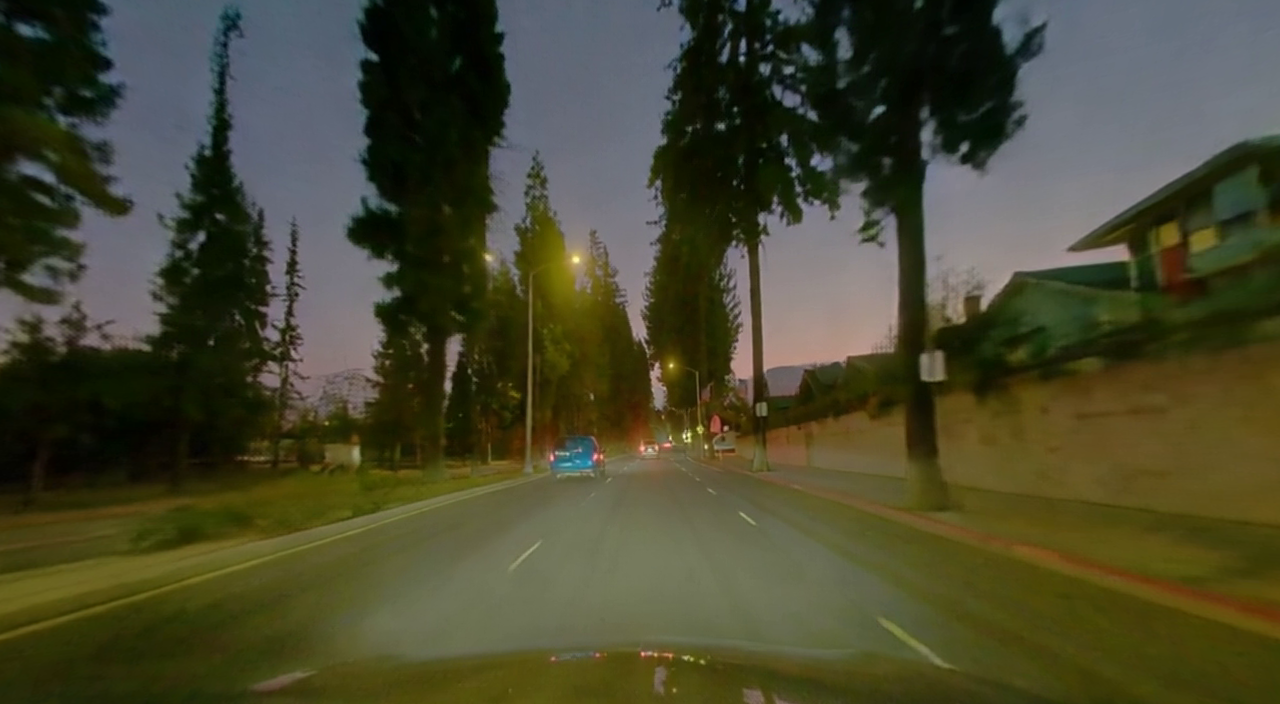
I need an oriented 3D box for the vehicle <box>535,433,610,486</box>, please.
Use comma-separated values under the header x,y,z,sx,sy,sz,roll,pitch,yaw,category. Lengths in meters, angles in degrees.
x,y,z,sx,sy,sz,roll,pitch,yaw,category
-2.490,4.157,24.604,2.281,1.837,4.845,0,-9,1,vehicle
